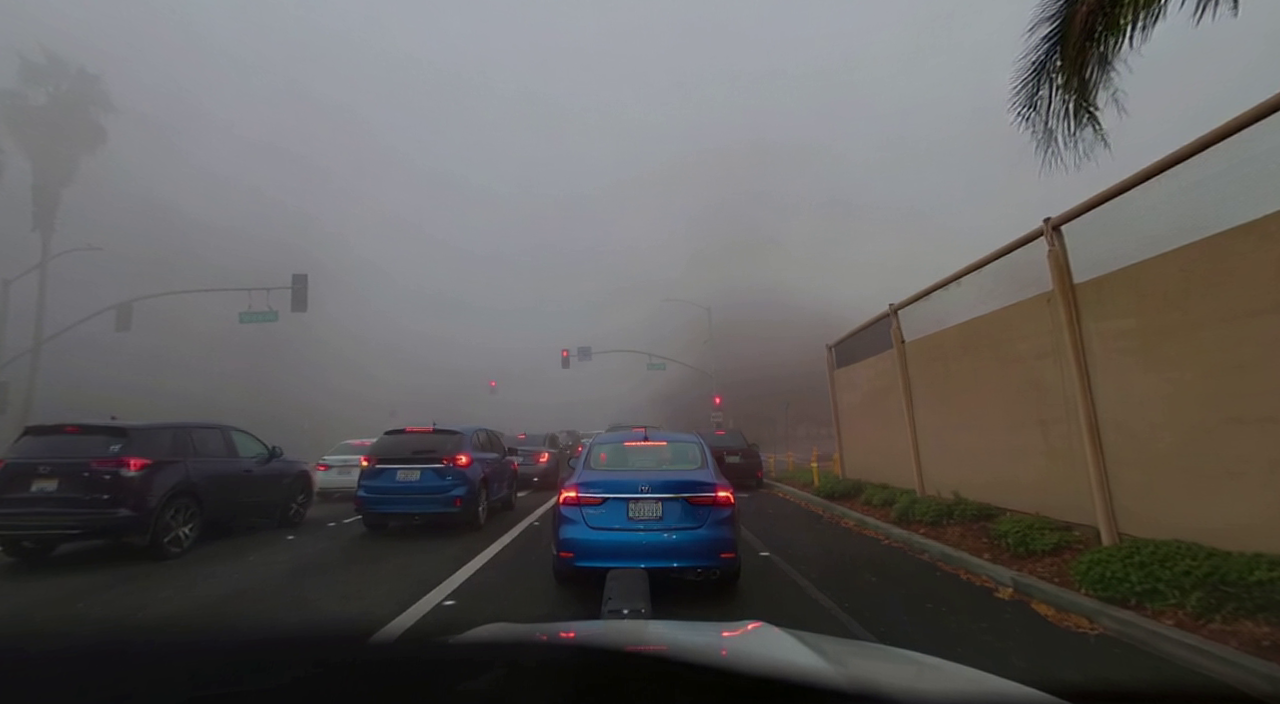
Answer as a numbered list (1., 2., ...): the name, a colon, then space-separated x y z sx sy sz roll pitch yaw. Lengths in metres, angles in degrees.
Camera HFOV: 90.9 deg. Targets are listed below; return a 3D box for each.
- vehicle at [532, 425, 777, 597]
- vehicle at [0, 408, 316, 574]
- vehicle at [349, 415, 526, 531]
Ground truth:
1. vehicle: 0.066 1.708 7.698 2.128 1.473 4.272 0 -8 -2
2. vehicle: -6.677 1.779 8.854 1.963 1.721 4.467 0 -8 -2
3. vehicle: -3.462 2.158 11.733 2.007 1.746 4.136 0 -9 -2
